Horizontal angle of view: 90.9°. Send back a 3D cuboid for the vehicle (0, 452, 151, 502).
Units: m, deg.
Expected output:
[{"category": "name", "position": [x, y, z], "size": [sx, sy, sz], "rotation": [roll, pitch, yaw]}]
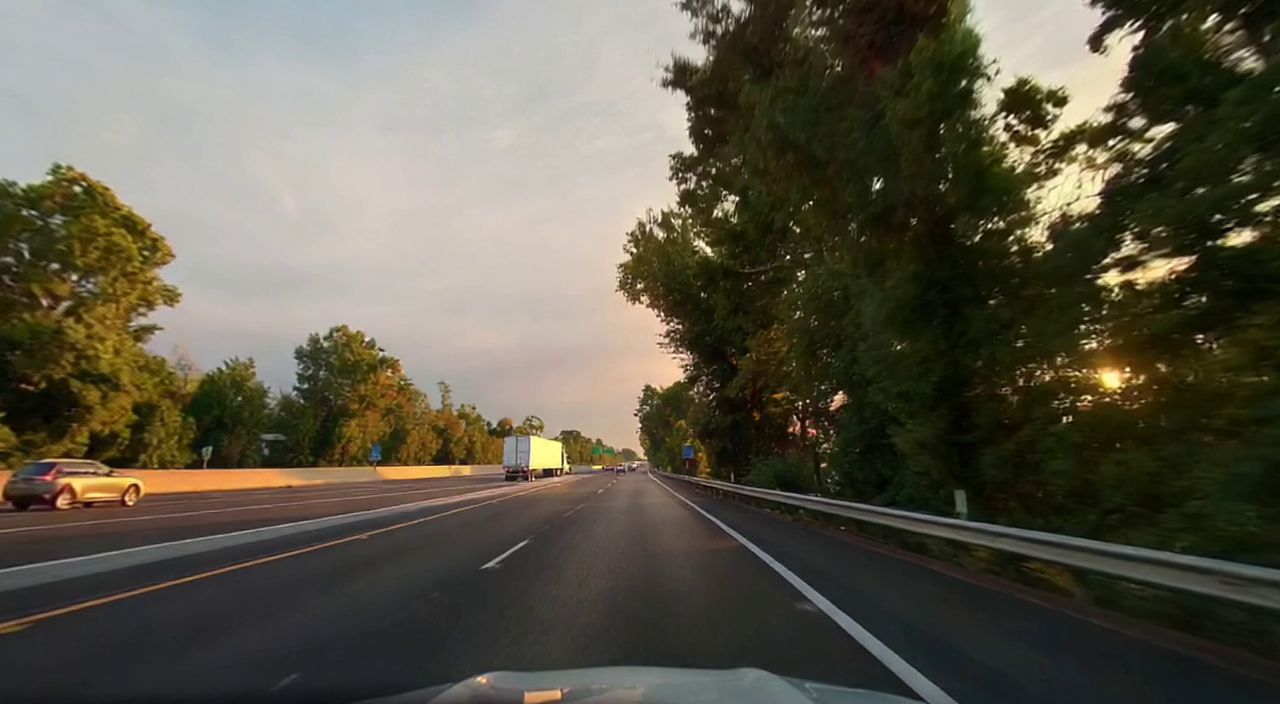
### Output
[{"category": "vehicle", "position": [-18.442, 3.999, 20.334], "size": [1.745, 1.430, 4.252], "rotation": [0, -10, 2]}]
